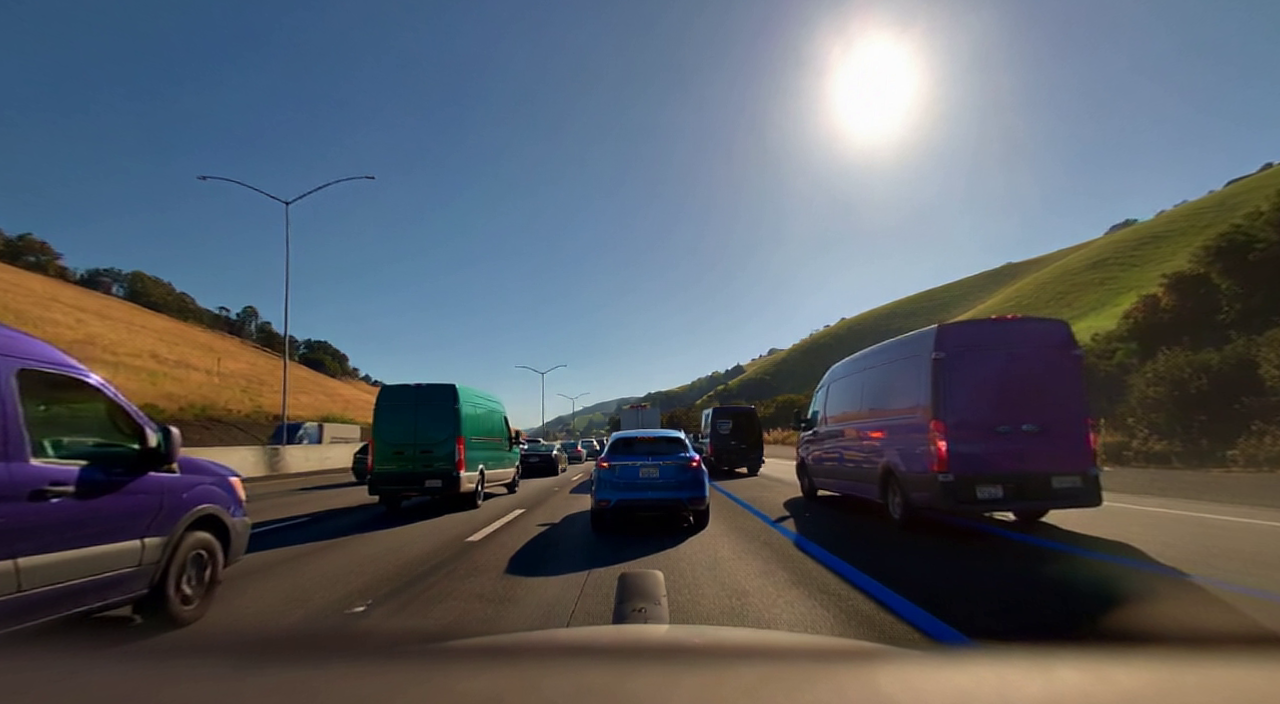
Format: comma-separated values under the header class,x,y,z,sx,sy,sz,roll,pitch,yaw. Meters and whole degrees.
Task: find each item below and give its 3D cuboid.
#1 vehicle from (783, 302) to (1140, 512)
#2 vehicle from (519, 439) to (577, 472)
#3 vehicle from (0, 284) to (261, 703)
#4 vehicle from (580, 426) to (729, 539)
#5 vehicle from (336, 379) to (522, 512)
class,x,y,z,sx,sy,sz,roll,pitch,yaw
vehicle,7.226,1.798,17.288,2.977,3.878,11.111,0,-8,-6
vehicle,-4.298,4.922,30.231,2.007,1.457,4.447,-1,-8,1
vehicle,-4.256,0.622,2.403,2.195,2.086,5.445,0,-8,0
vehicle,0.153,2.051,10.506,2.003,1.499,3.930,0,-8,-1
vehicle,-4.561,2.194,14.923,2.300,2.522,5.701,-1,-8,1
